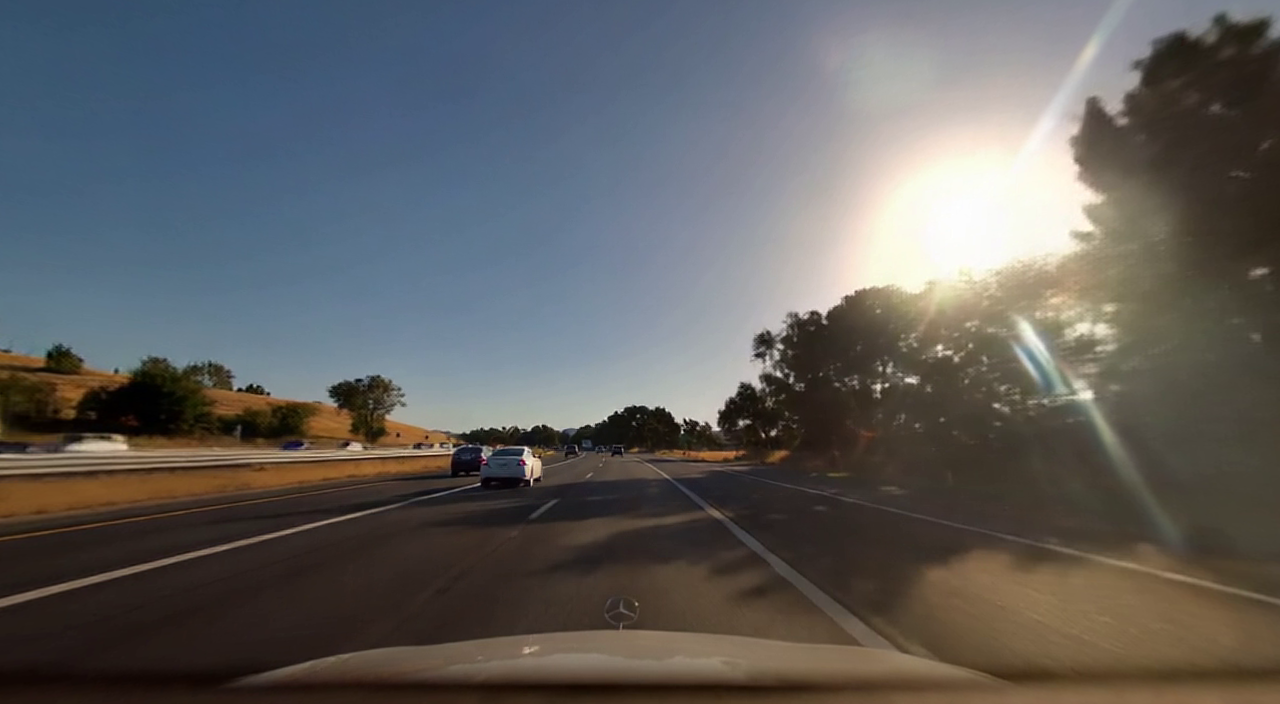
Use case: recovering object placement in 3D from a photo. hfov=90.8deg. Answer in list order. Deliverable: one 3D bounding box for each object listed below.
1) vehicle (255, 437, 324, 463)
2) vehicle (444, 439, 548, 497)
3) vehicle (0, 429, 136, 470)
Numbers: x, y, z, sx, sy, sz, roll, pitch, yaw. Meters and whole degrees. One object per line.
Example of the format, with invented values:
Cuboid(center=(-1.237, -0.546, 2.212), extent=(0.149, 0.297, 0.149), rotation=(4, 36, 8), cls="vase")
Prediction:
Cuboid(center=(-25.820, 7.235, 46.807), extent=(2.077, 1.770, 5.488), rotation=(0, -9, -1), cls="vehicle")
Cuboid(center=(-4.170, 3.453, 19.168), extent=(2.073, 1.516, 4.478), rotation=(0, -9, 0), cls="vehicle")
Cuboid(center=(-28.944, 4.931, 31.961), extent=(2.204, 1.872, 5.773), rotation=(0, -9, -1), cls="vehicle")
